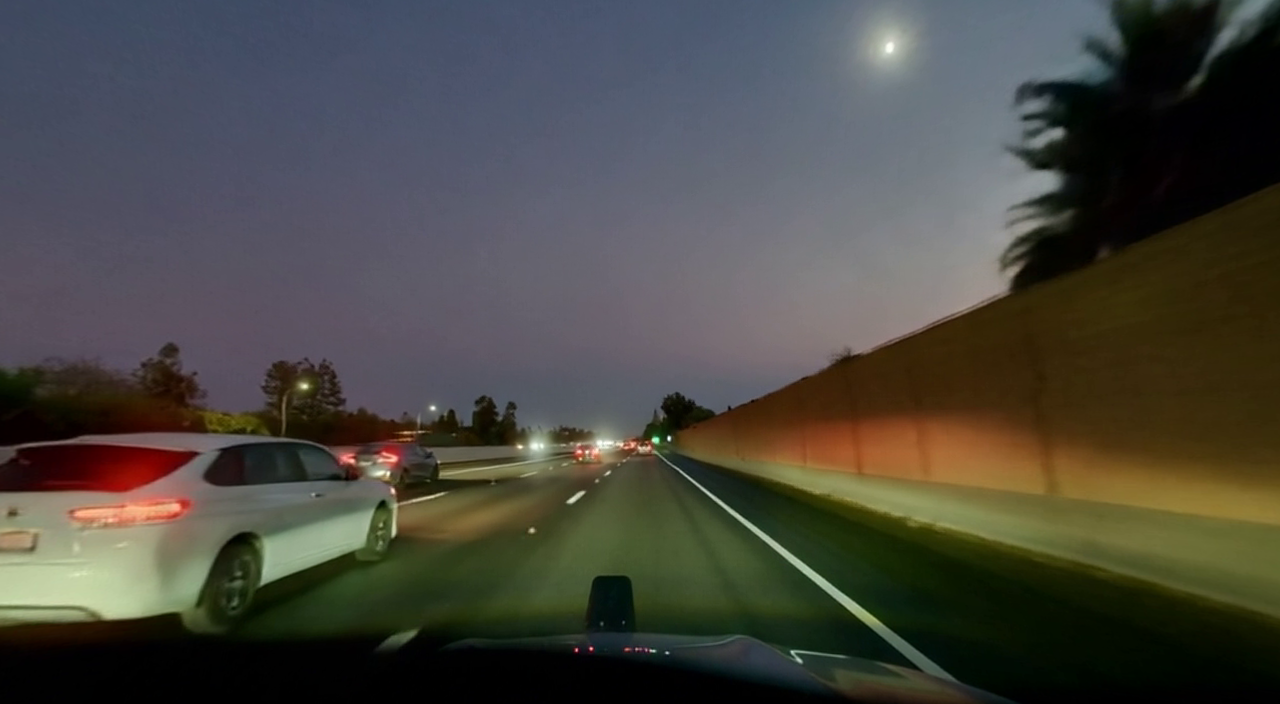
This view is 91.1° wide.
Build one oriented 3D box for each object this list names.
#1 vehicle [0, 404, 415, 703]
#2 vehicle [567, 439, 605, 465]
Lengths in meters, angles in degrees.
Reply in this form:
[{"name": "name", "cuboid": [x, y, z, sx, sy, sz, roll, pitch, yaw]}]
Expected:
[{"name": "vehicle", "cuboid": [-3.778, 1.322, 5.264, 1.945, 1.484, 4.803, 0, -8, 1]}, {"name": "vehicle", "cuboid": [-3.608, 6.722, 42.568, 2.036, 1.636, 4.511, 0, -8, 1]}]
